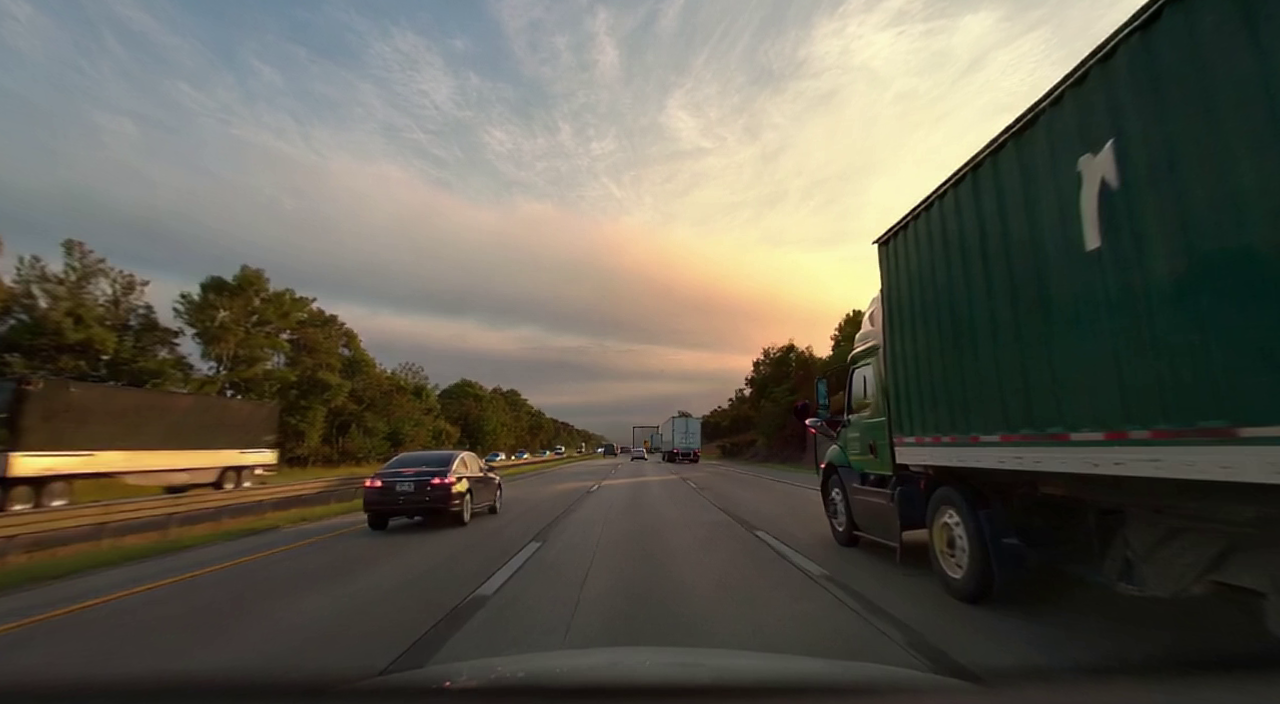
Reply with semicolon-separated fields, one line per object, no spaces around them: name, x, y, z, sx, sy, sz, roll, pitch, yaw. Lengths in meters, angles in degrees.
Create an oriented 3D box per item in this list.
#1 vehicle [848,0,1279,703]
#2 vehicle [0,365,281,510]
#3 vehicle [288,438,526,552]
vehicle;4.353;0.215;5.607;2.947;3.957;5.916;0;-9;1
vehicle;-18.975;3.278;23.148;2.938;3.947;14.434;0;-9;1
vehicle;-3.420;2.209;10.465;2.121;1.445;4.651;0;-9;1
